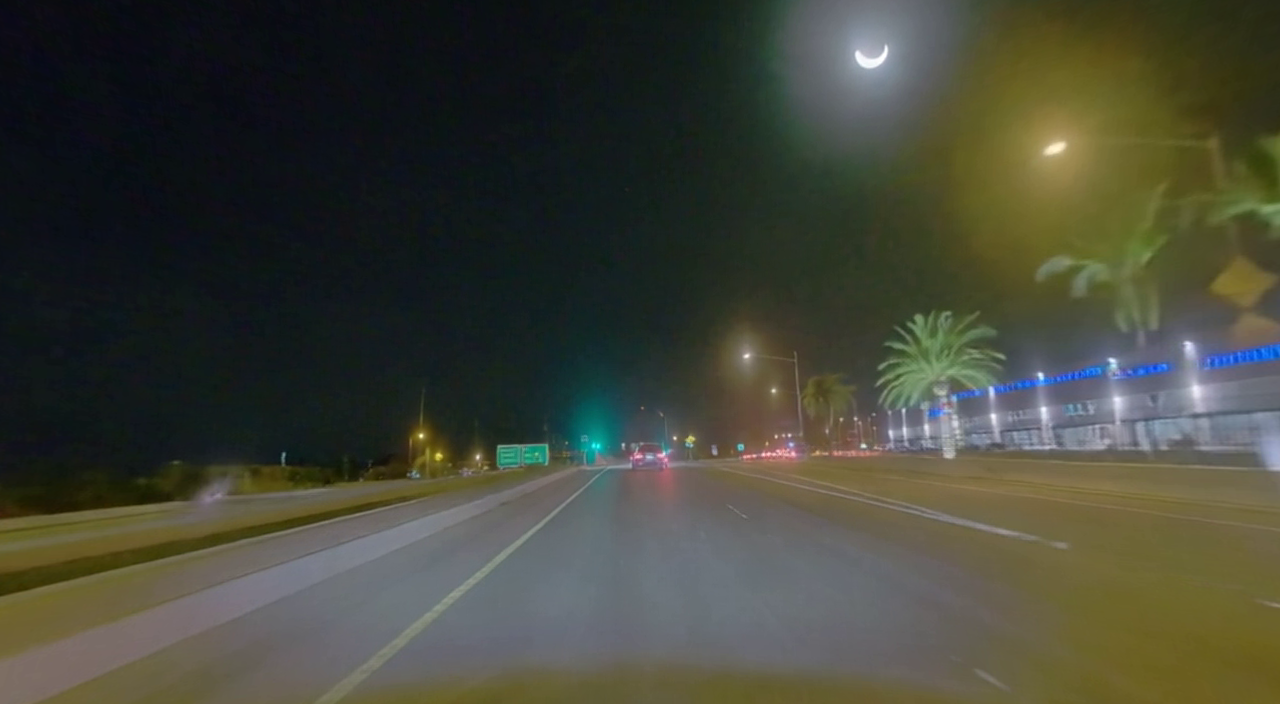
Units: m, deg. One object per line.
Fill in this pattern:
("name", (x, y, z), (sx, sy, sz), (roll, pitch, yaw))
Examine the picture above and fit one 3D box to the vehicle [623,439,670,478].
("vehicle", (0.250, 5.124, 30.404), (2.089, 1.718, 4.193), (0, -9, -1))
